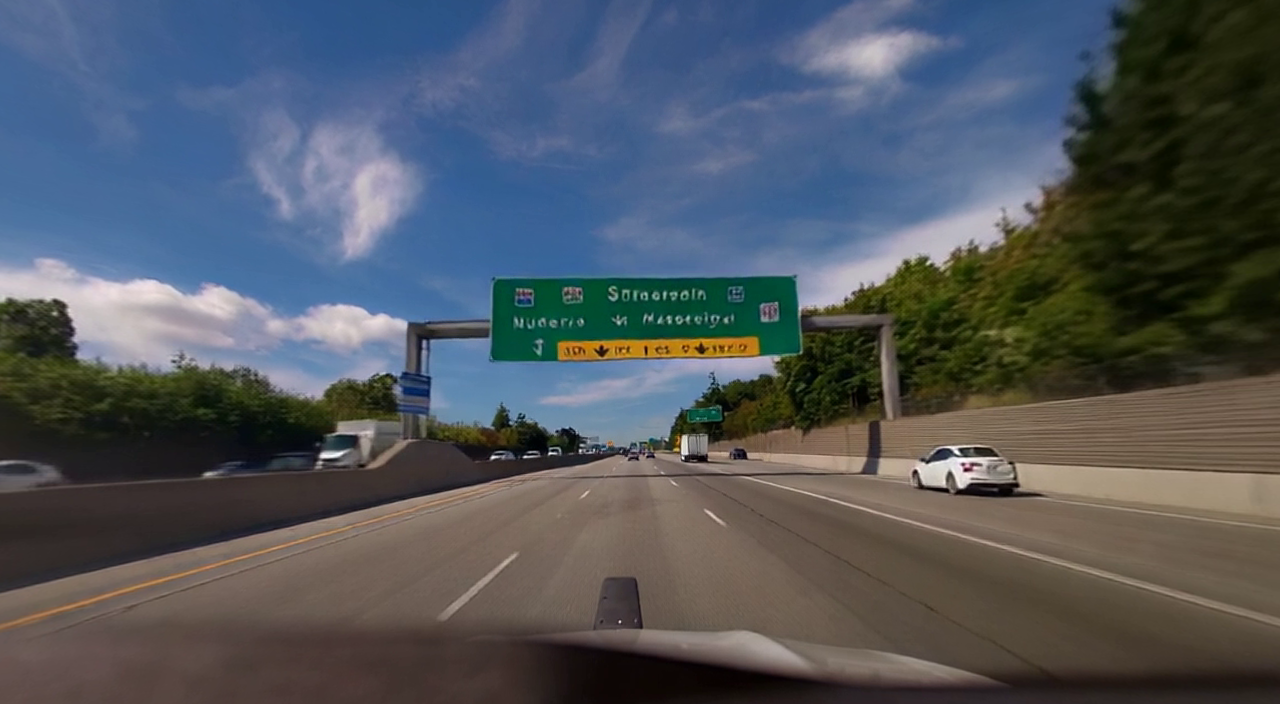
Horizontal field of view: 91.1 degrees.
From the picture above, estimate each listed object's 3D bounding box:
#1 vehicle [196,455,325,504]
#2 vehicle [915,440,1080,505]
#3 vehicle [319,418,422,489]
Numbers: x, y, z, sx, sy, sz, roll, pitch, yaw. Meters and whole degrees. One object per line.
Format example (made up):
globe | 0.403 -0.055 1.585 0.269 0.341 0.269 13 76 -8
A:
vehicle | -12.937 4.341 21.779 1.853 1.456 4.215 0 -9 -1
vehicle | 10.143 3.442 18.397 1.950 1.632 4.845 0 -9 0
vehicle | -16.491 6.257 39.246 3.138 3.947 7.349 1 -8 -1
